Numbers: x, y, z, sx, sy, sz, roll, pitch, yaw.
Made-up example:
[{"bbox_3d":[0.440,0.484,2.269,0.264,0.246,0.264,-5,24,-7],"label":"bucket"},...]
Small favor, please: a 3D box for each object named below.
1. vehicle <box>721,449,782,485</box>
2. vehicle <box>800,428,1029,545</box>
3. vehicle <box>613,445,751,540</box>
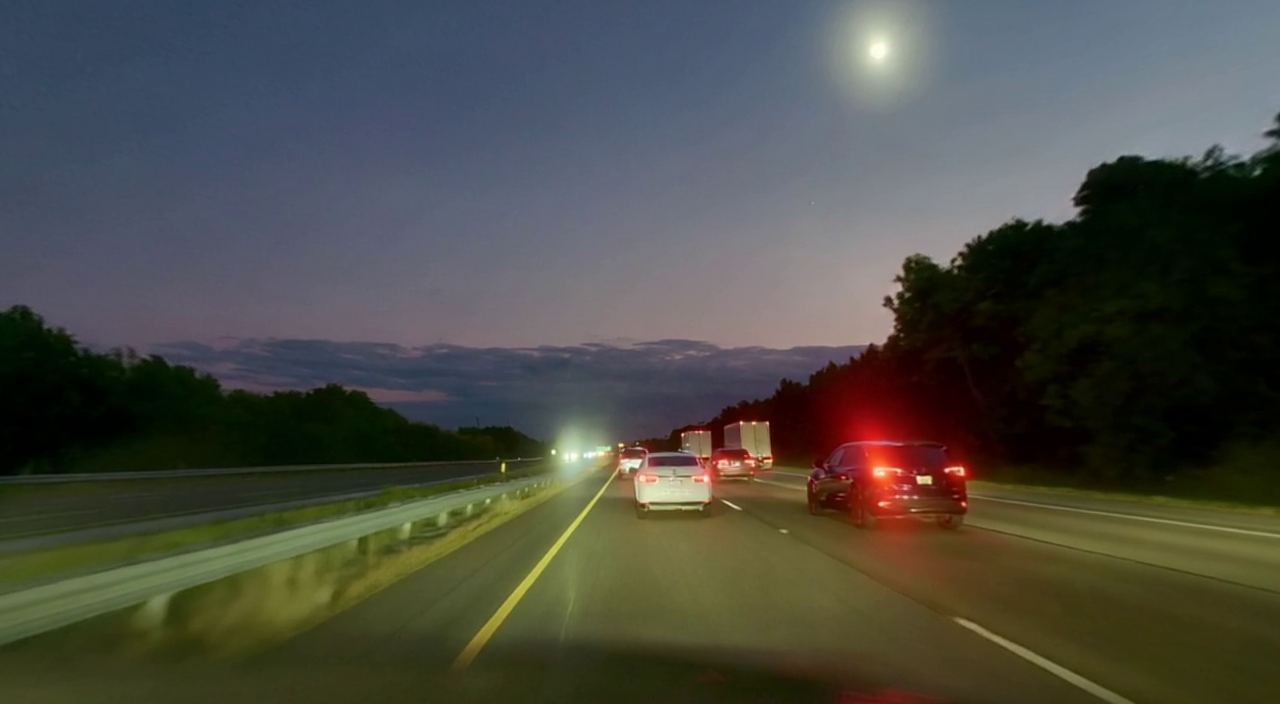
[{"bbox_3d":[5.032,5.220,28.987,1.908,1.500,4.157,0,-9,-2],"label":"vehicle"},{"bbox_3d":[4.563,2.302,11.453,1.998,1.657,4.604,0,-9,-1],"label":"vehicle"},{"bbox_3d":[0.611,2.441,11.532,2.094,1.426,3.725,0,-9,-1],"label":"vehicle"}]
